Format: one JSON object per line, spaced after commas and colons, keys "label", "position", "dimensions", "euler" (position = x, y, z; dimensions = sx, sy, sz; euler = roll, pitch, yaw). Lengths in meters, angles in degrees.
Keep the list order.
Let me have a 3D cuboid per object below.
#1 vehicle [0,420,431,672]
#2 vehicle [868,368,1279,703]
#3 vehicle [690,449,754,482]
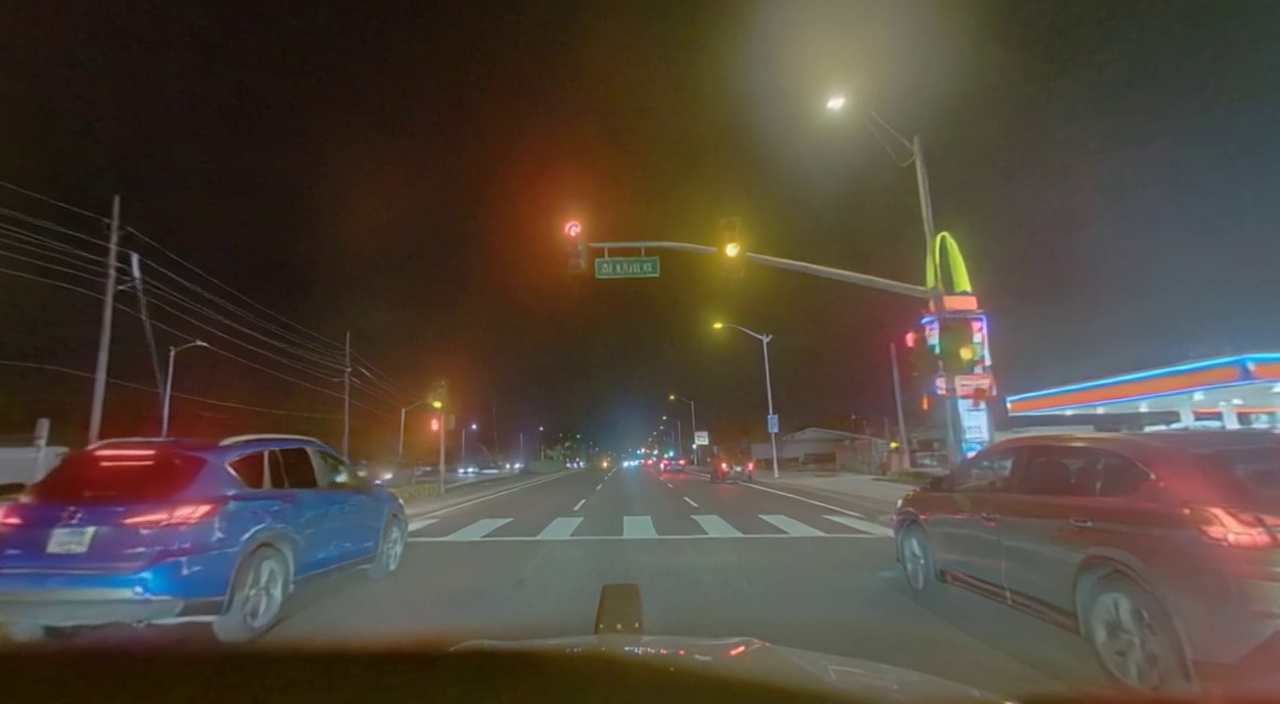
{"label": "vehicle", "position": [-3.721, 1.580, 6.219], "dimensions": [1.935, 1.617, 4.045], "euler": [0, -9, 0]}
{"label": "vehicle", "position": [3.423, 1.178, 4.237], "dimensions": [2.085, 1.655, 4.459], "euler": [0, -9, 0]}
{"label": "vehicle", "position": [4.431, 6.246, 35.052], "dimensions": [2.066, 1.699, 4.419], "euler": [2, -9, -13]}
